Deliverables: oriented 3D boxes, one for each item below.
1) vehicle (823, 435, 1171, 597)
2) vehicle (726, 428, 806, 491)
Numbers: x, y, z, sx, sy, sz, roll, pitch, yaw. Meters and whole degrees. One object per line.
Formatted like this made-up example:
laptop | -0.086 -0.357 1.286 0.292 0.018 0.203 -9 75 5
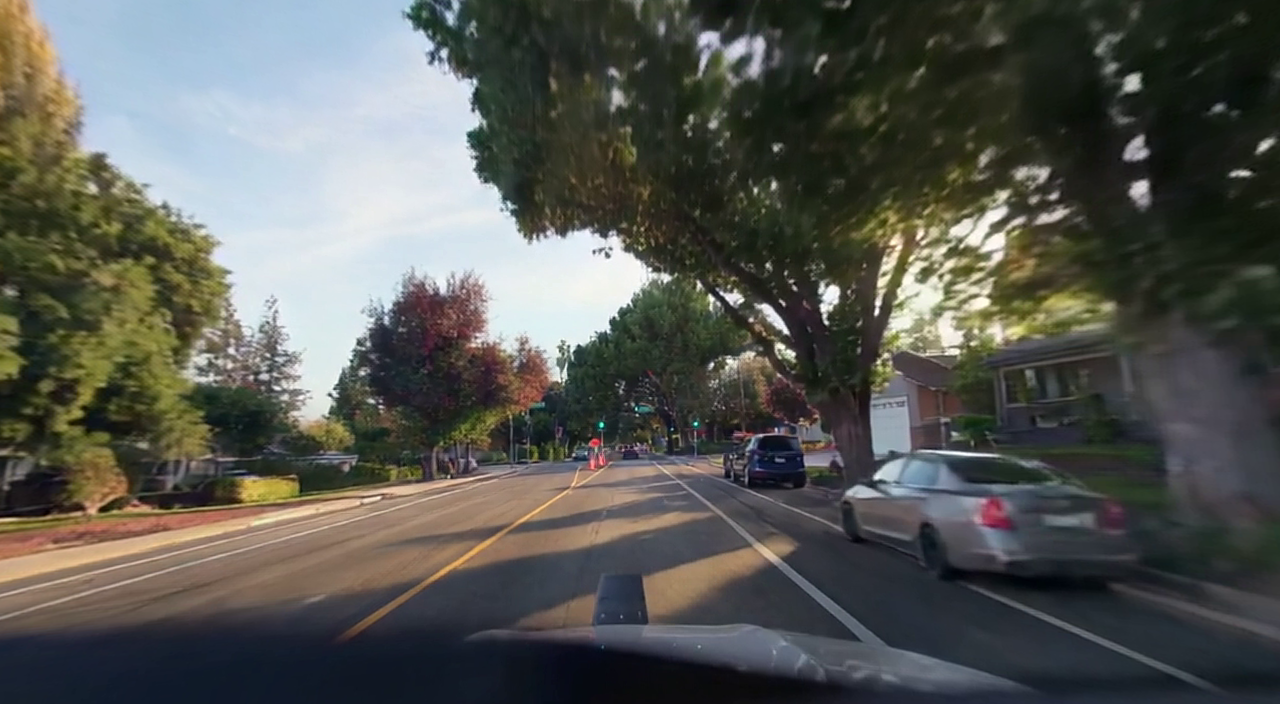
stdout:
vehicle | 3.897 1.843 8.054 1.870 1.441 4.539 -1 -9 2
vehicle | 4.205 3.661 21.709 2.241 1.935 3.270 -1 -9 4
